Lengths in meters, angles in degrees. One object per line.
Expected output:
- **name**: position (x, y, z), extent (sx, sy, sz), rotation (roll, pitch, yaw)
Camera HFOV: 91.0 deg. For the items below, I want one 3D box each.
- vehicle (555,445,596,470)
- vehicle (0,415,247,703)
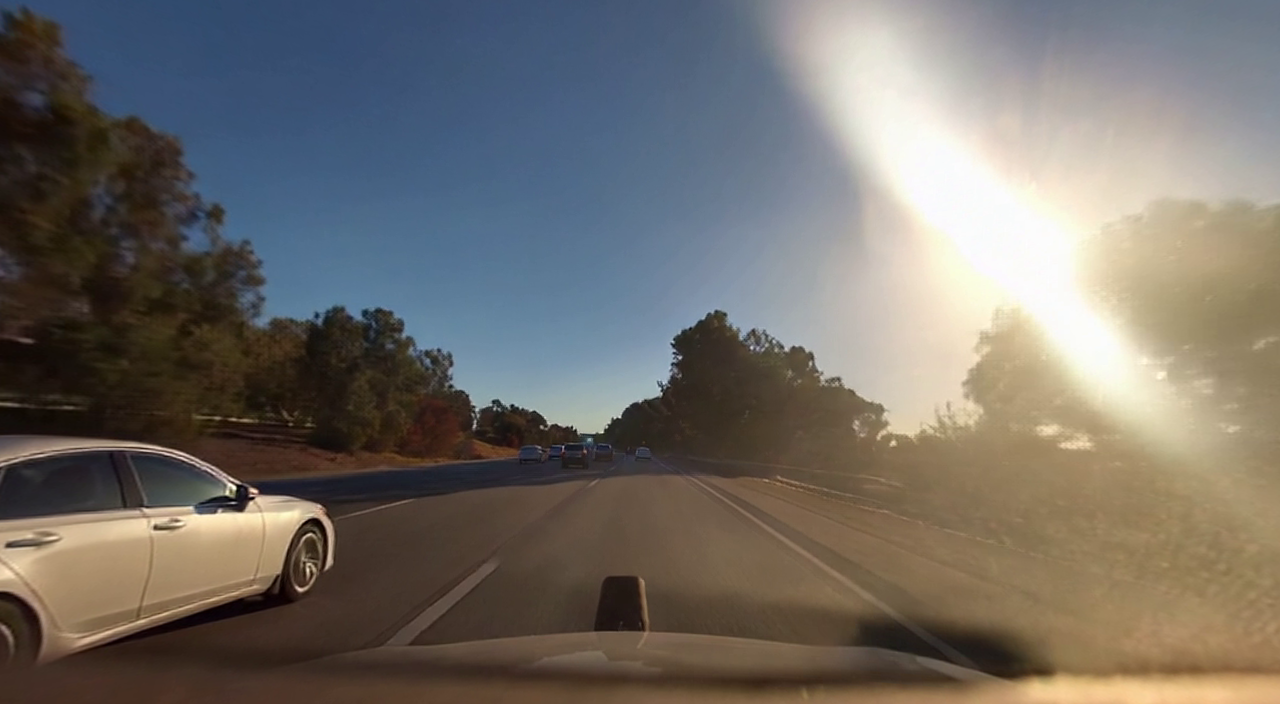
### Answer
- **vehicle**: position (-4.017, 6.658, 39.957), extent (2.120, 1.458, 4.031), rotation (0, -9, 1)
- **vehicle**: position (-3.895, 0.963, 2.337), extent (1.965, 1.485, 4.460), rotation (0, -9, 0)
